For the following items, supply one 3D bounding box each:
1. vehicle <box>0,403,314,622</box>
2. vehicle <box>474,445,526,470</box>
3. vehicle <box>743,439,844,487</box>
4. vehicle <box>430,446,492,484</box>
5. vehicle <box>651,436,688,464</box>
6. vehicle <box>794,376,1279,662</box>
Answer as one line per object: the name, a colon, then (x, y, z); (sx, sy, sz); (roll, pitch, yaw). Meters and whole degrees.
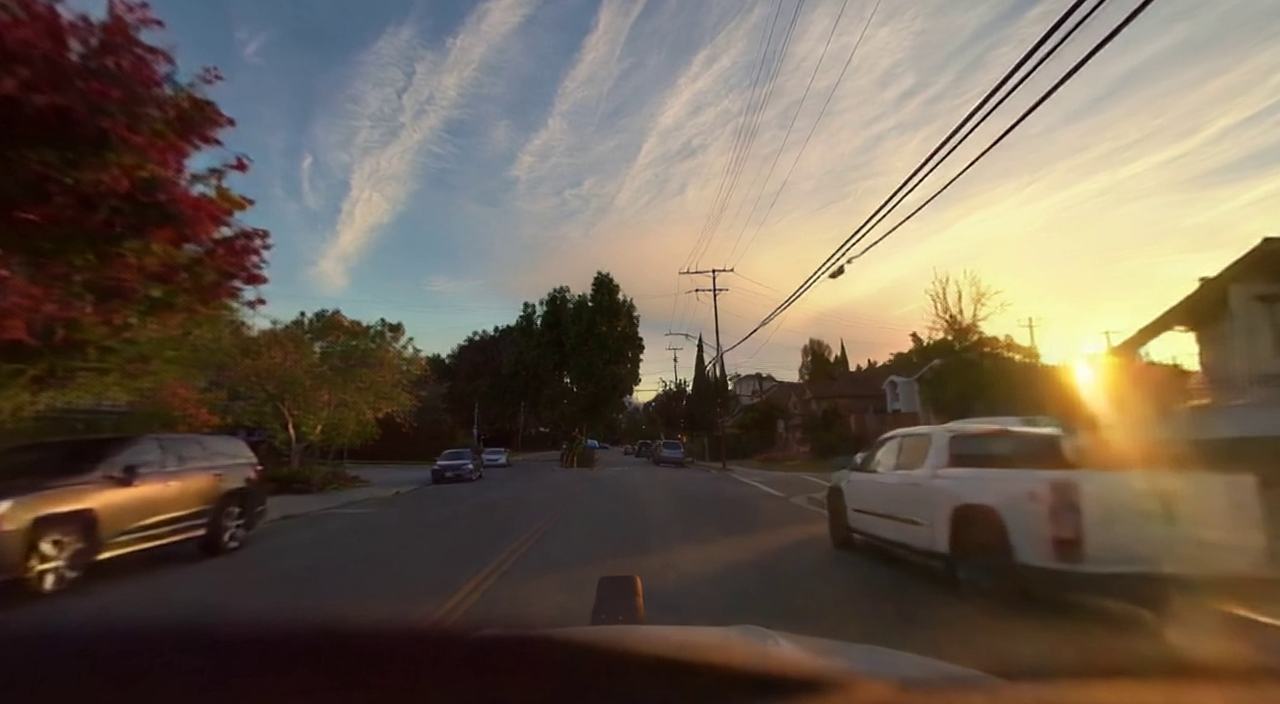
vehicle: (-6.454, 1.721, 7.680); (2.158, 1.817, 5.230); (0, -9, 0)
vehicle: (-9.099, 6.808, 40.851); (2.033, 1.477, 4.626); (5, -10, -28)
vehicle: (5.930, 4.181, 24.109); (1.944, 1.636, 4.140); (-8, -12, 42)
vehicle: (-7.605, 4.821, 27.231); (1.997, 1.456, 4.319); (1, -9, -8)
vehicle: (2.231, 7.684, 49.610); (2.173, 1.992, 5.891); (1, -9, -4)
vehicle: (3.498, 1.452, 6.734); (2.178, 1.757, 5.495); (0, -9, -2)
